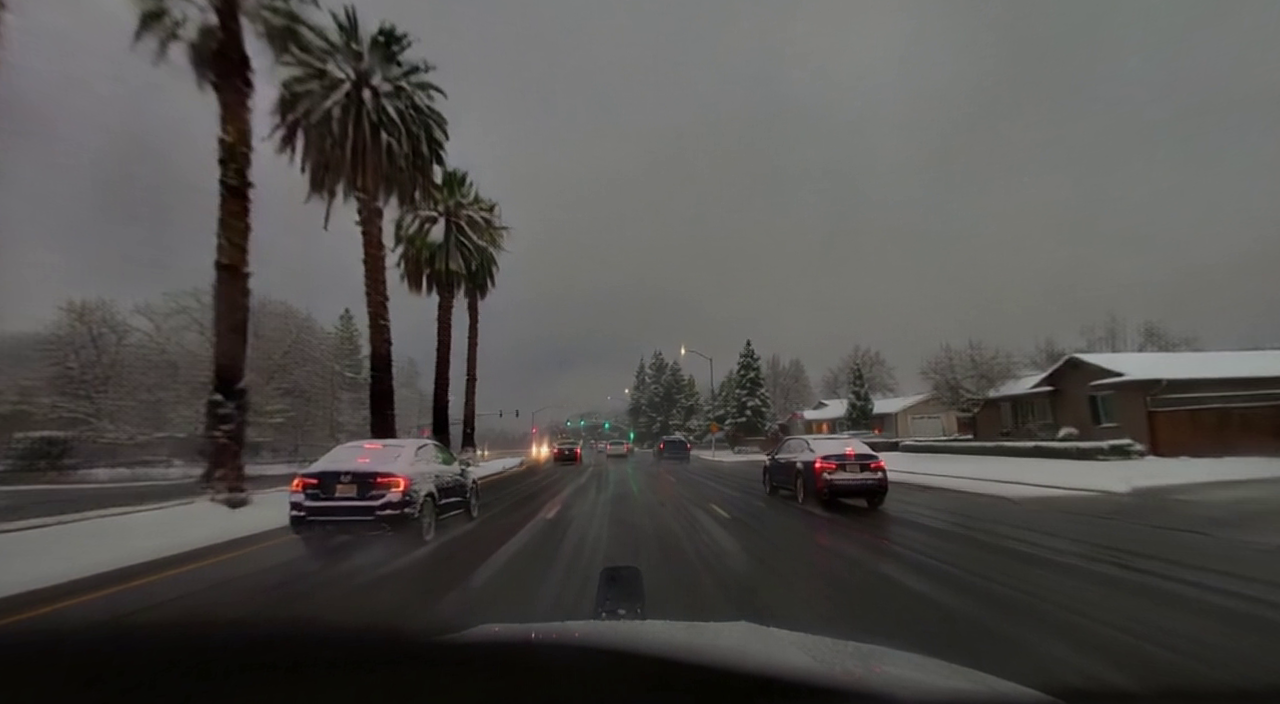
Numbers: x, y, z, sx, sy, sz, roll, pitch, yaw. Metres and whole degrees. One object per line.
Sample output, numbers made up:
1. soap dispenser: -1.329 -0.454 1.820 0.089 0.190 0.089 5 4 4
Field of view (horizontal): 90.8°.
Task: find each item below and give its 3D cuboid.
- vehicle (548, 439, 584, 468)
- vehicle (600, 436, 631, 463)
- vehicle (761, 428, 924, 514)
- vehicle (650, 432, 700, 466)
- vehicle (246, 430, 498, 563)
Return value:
1. vehicle: -4.309 5.986 37.349 1.922 1.577 4.140 0 -8 -4
2. vehicle: -1.901 7.339 47.621 2.164 1.867 4.254 1 -8 -5
3. vehicle: 3.964 2.401 13.185 1.870 1.491 4.009 0 -8 -3
4. vehicle: 2.107 6.058 39.756 2.391 1.960 5.600 0 -8 -4
5. vehicle: -3.507 1.948 9.300 1.924 1.473 4.200 0 -8 -1
